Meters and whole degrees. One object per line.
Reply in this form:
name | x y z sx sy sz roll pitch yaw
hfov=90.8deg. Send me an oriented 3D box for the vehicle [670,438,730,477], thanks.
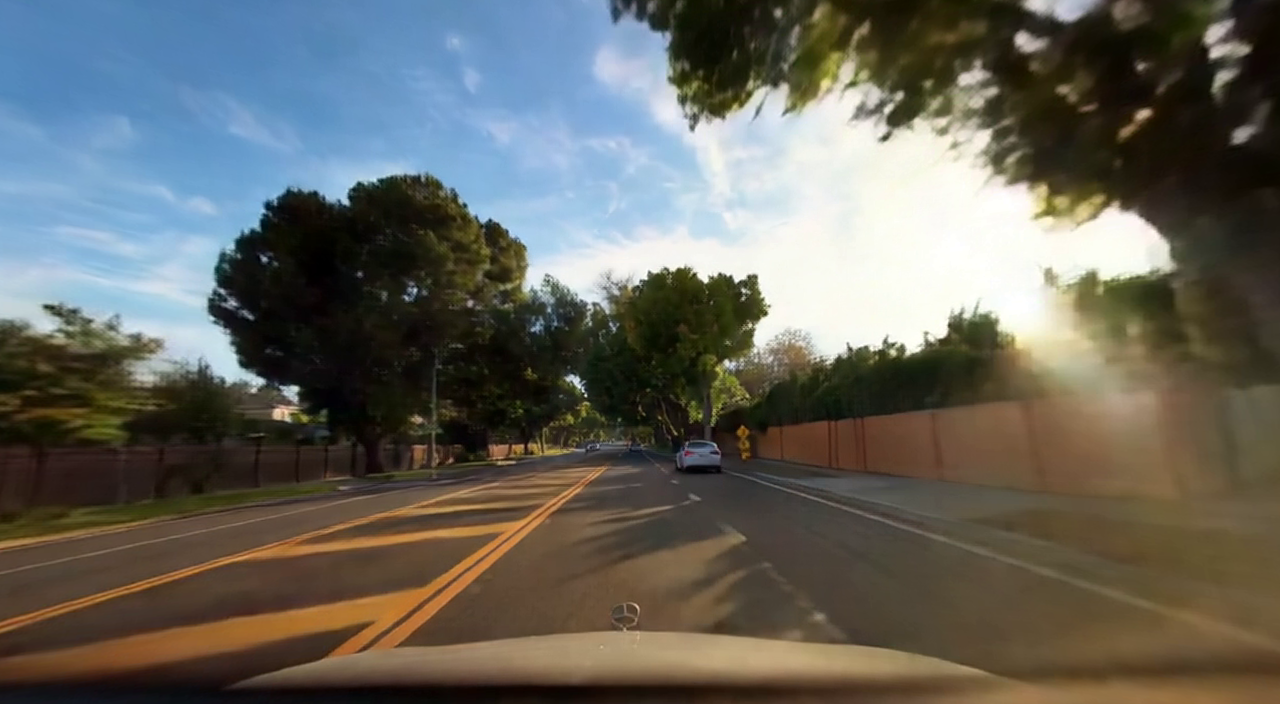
vehicle | 2.415 4.365 26.499 1.991 1.476 4.153 0 -8 -2
